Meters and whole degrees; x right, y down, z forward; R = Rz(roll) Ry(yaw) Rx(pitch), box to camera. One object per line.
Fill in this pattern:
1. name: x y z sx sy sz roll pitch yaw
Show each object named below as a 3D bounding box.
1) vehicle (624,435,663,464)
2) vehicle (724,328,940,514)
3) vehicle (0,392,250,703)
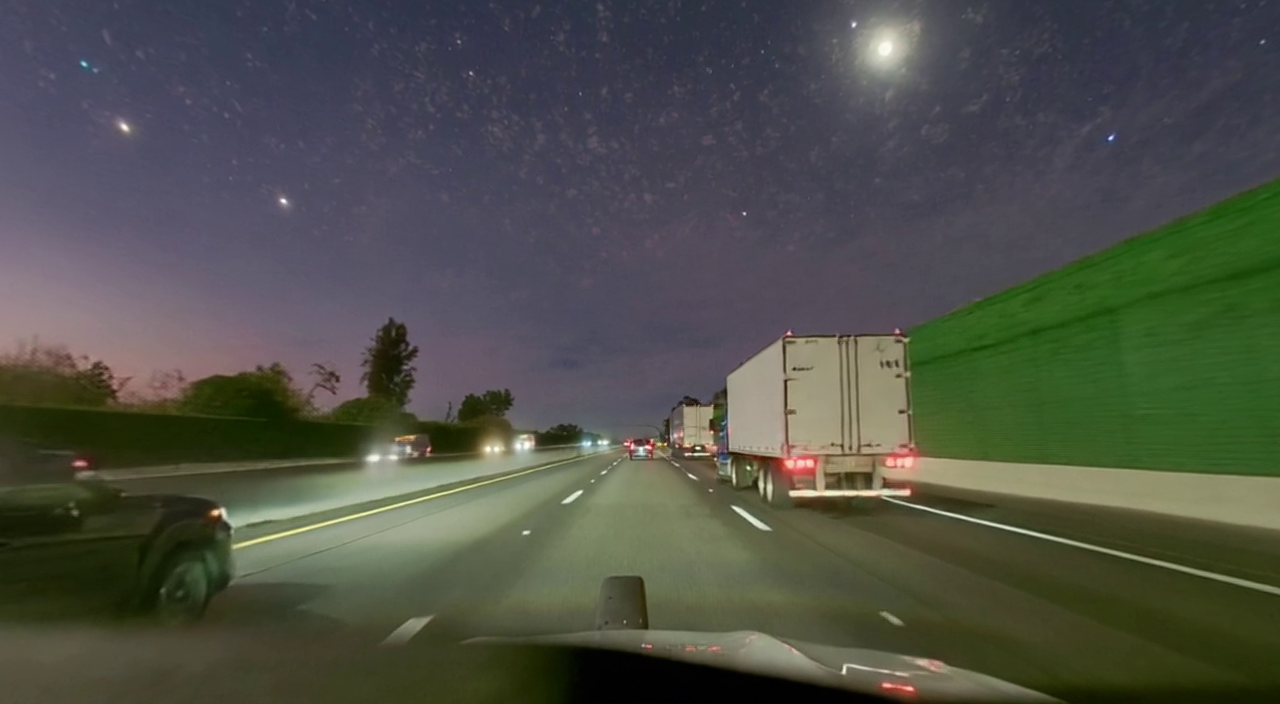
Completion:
1. vehicle: 0.234 6.284 40.749 2.389 1.760 4.473 0 -8 0
2. vehicle: 4.039 1.821 15.658 2.742 3.383 8.285 0 -8 0
3. vehicle: -3.883 0.887 2.503 1.988 1.488 4.113 0 -8 0
